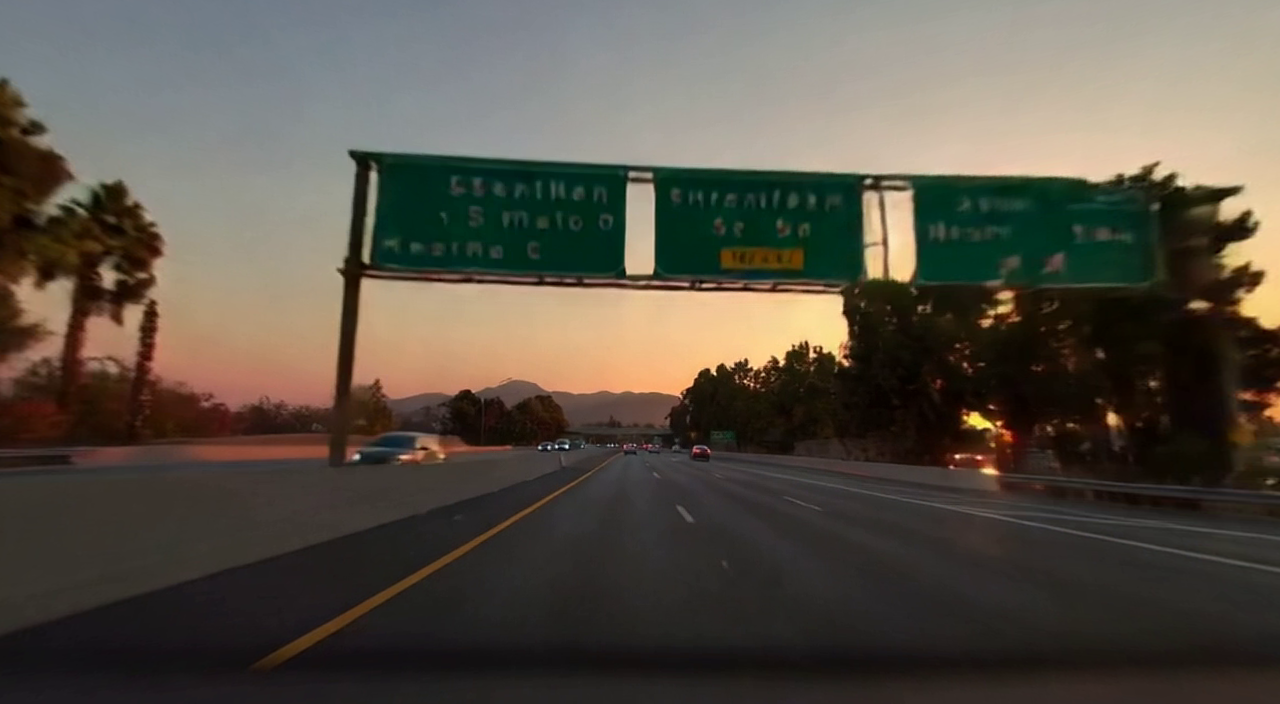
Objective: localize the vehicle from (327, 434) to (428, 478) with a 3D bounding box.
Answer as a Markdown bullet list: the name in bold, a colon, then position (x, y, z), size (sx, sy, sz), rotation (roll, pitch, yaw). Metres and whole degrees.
- **vehicle**: position (-9.572, 3.838, 23.490), size (1.867, 1.467, 4.485), rotation (0, -9, 0)
